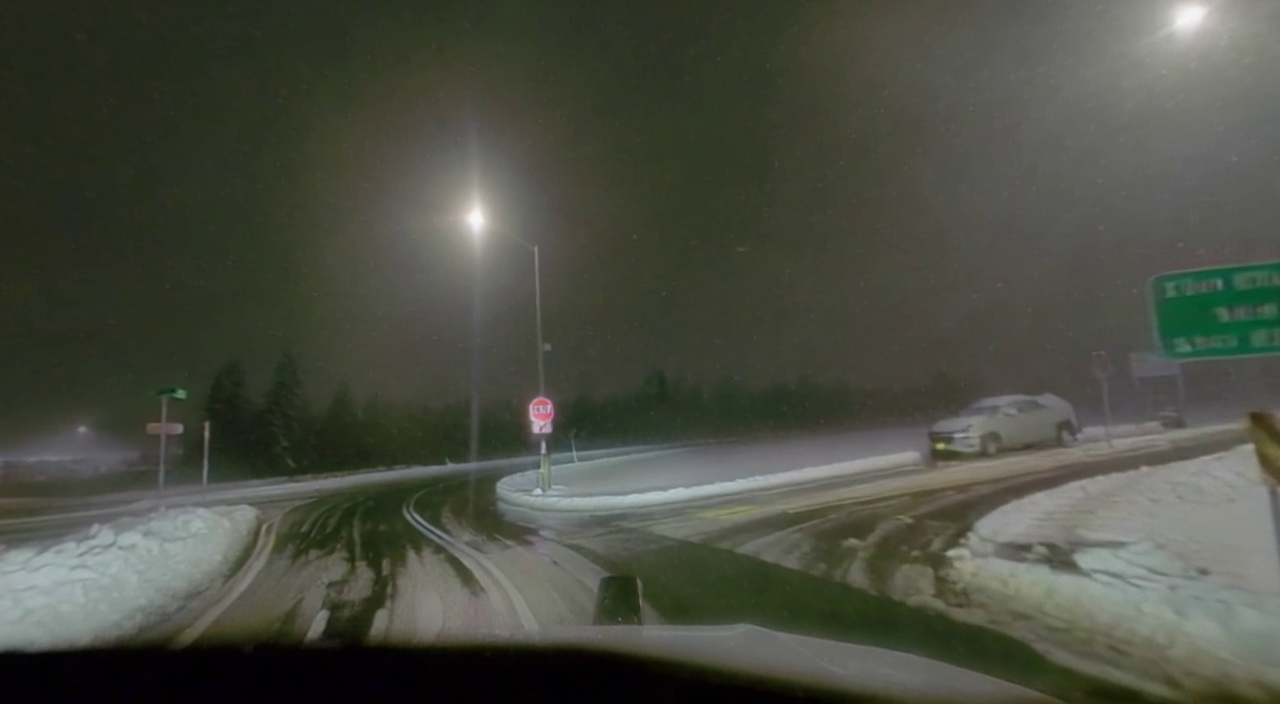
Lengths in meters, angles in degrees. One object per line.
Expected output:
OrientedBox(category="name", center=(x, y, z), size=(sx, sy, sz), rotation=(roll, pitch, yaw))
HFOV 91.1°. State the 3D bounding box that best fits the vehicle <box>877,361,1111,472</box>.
OrientedBox(category="vehicle", center=(7.888, 1.414, 14.047), size=(4.403, 1.574, 1.914), rotation=(-9, -5, -20))
